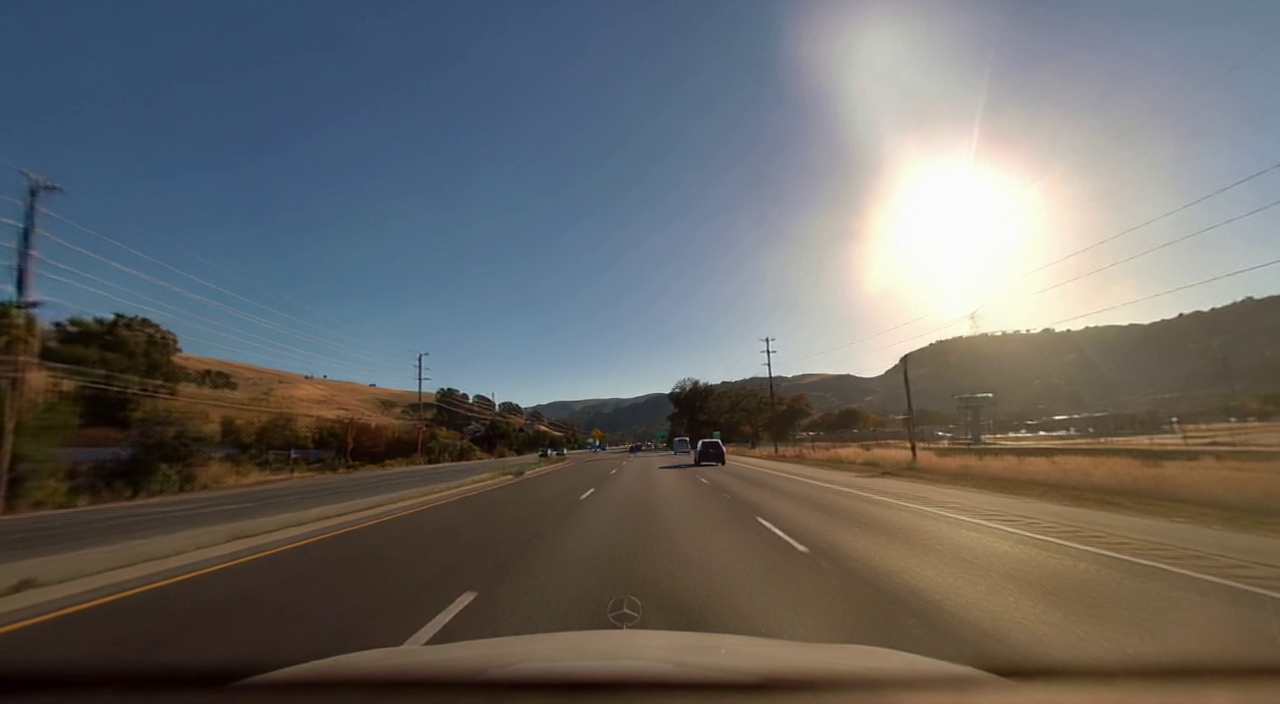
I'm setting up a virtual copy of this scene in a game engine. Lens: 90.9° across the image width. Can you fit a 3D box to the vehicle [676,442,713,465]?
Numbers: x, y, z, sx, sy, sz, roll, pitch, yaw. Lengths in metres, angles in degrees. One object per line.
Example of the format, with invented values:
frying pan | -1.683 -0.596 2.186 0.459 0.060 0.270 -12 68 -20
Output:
vehicle | 3.682 7.003 43.703 2.148 1.538 4.430 0 -8 0
